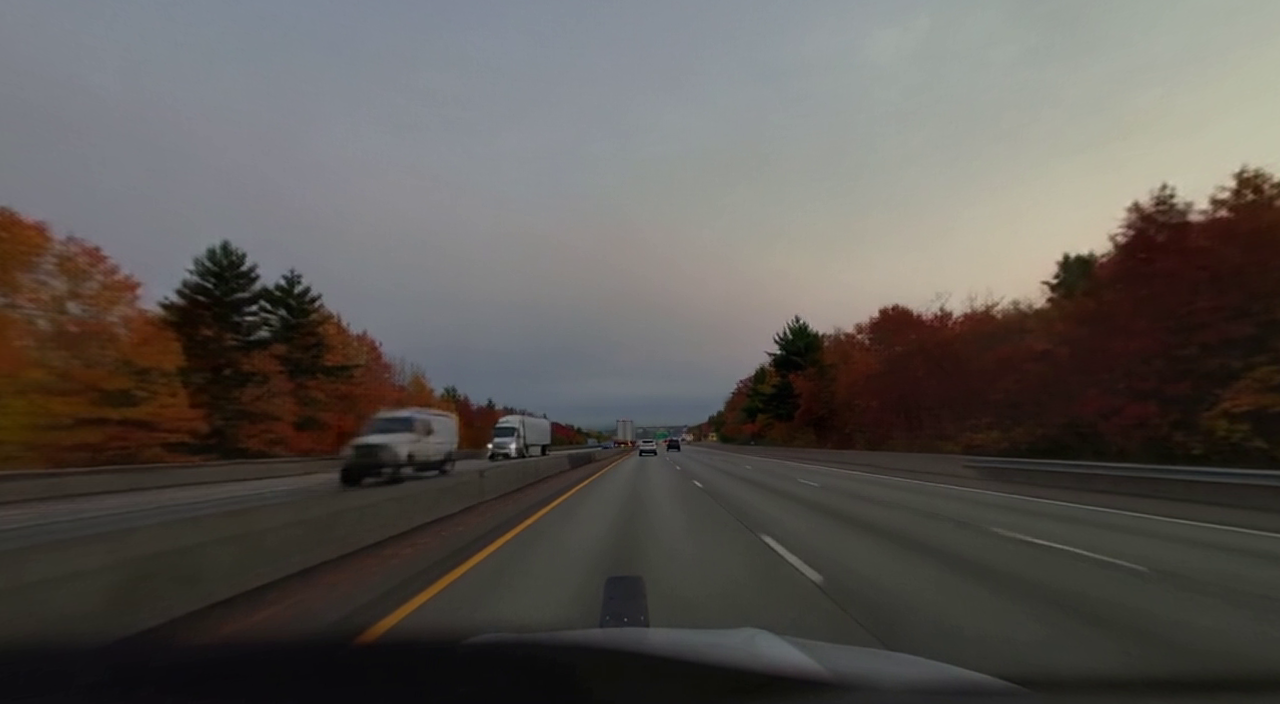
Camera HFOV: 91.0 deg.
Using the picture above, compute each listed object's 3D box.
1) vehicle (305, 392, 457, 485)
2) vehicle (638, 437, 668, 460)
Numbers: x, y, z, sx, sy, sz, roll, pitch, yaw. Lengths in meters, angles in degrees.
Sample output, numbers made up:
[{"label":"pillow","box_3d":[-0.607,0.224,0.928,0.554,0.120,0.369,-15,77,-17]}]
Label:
[{"label":"vehicle","box_3d":[-8.044,2.819,20.404,2.330,2.559,5.751,0,-8,1]},{"label":"vehicle","box_3d":[0.846,6.385,41.726,1.924,1.498,3.817,0,-8,1]}]
